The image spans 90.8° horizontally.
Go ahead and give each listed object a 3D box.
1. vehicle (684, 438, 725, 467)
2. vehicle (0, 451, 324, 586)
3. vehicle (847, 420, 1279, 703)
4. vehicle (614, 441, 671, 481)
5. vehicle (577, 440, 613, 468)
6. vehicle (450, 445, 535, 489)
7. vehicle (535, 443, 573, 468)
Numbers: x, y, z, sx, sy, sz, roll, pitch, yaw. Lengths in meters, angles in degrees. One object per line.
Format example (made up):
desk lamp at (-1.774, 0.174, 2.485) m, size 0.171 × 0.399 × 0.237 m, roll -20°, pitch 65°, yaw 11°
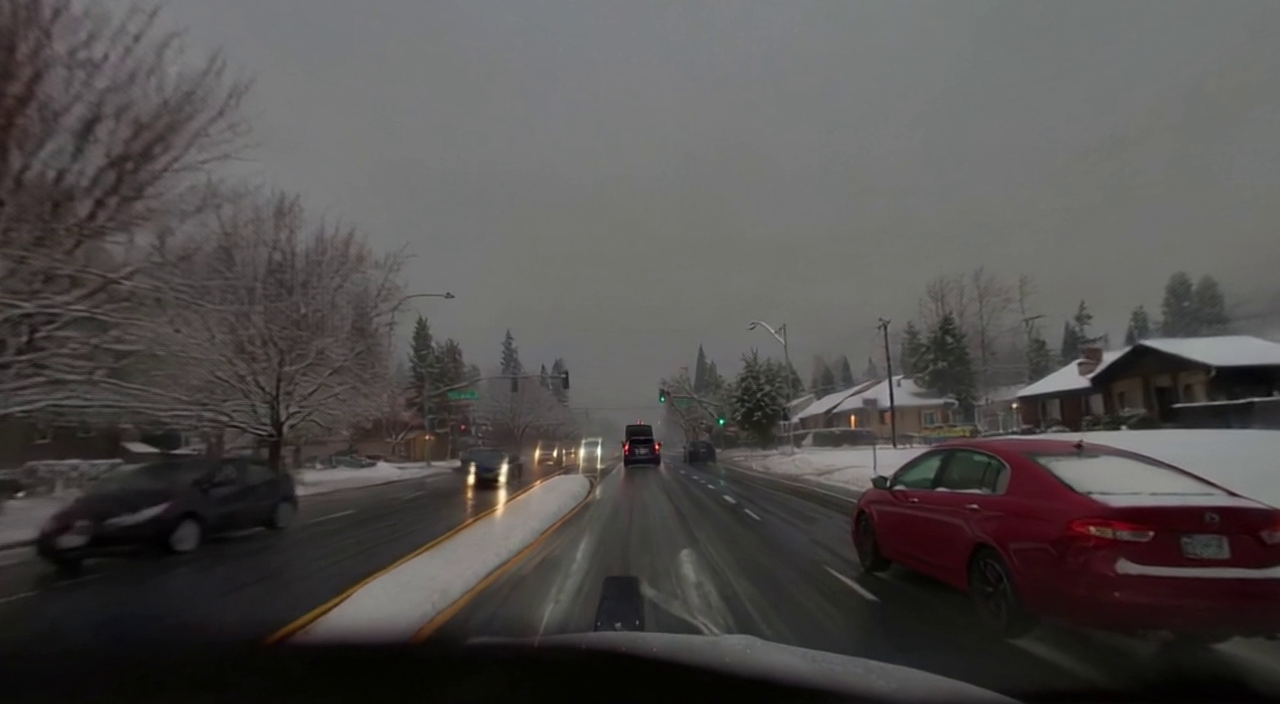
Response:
vehicle at (4.233, 6.707, 42.345) m, size 2.187 × 1.847 × 4.553 m, roll 0°, pitch -8°, yaw -1°
vehicle at (-6.756, 2.269, 9.535) m, size 2.070 × 1.454 × 4.400 m, roll 0°, pitch -8°, yaw -6°
vehicle at (3.507, 1.396, 5.378) m, size 1.973 × 1.447 × 4.402 m, roll 0°, pitch -8°, yaw 0°
vehicle at (0.080, 4.392, 25.780) m, size 2.114 × 1.483 × 4.207 m, roll 0°, pitch -8°, yaw 0°
vehicle at (-2.909, 6.732, 41.917) m, size 2.083 × 1.741 × 5.530 m, roll 0°, pitch -8°, yaw -1°
vehicle at (-5.524, 4.381, 24.449) m, size 2.193 × 1.502 × 4.913 m, roll 0°, pitch -8°, yaw -1°
vehicle at (-6.297, 7.623, 46.799) m, size 2.146 × 1.768 × 4.664 m, roll 0°, pitch -8°, yaw 1°
